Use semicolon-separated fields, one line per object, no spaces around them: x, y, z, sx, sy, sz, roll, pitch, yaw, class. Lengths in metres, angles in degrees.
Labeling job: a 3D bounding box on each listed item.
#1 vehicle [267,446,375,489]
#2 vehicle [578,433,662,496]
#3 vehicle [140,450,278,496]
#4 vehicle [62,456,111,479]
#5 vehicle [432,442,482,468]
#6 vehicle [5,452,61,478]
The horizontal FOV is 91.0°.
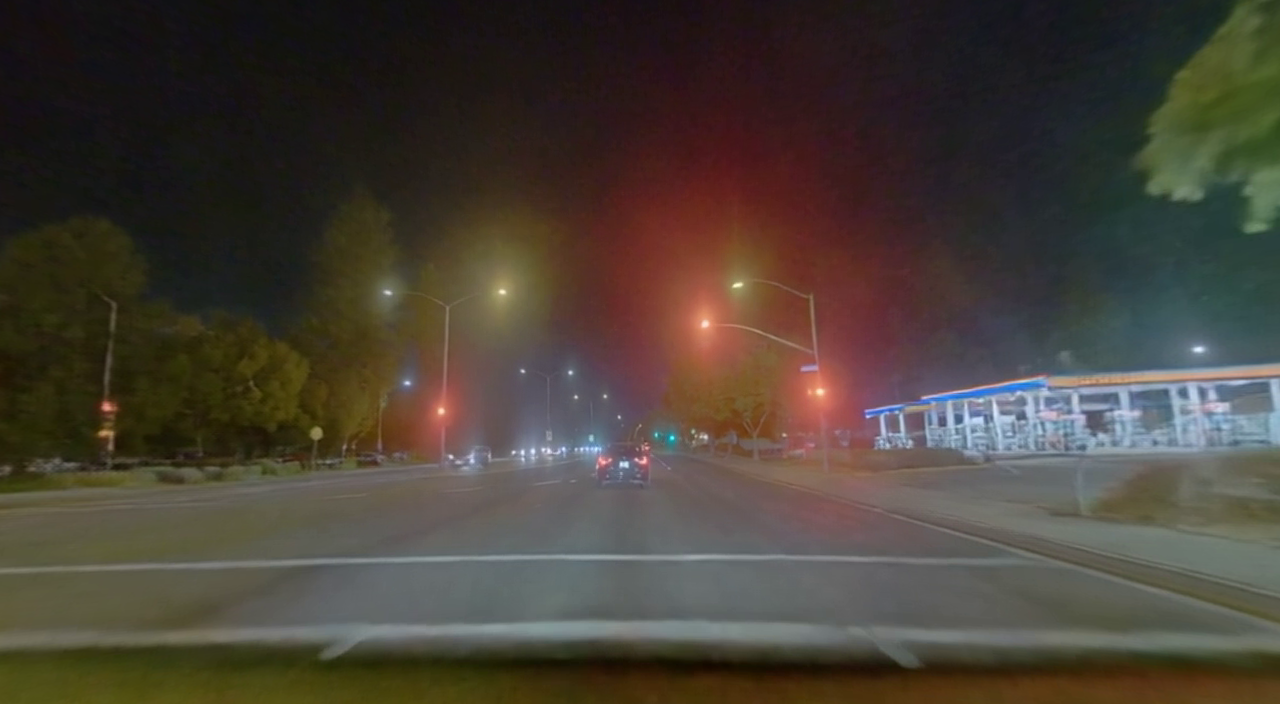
-12.745;4.601;25.525;1.989;1.539;4.413;0;-8;1;vehicle
-0.475;3.072;17.580;2.062;1.519;4.214;1;-8;0;vehicle
-16.129;4.521;23.950;1.920;1.481;4.660;0;-8;1;vehicle
-42.180;8.780;47.943;3.985;1.544;1.963;-6;-11;38;vehicle
-12.236;6.898;42.405;1.994;1.647;4.331;0;-8;1;vehicle
-43.900;8.127;45.510;4.745;1.716;2.224;-6;-11;40;vehicle
